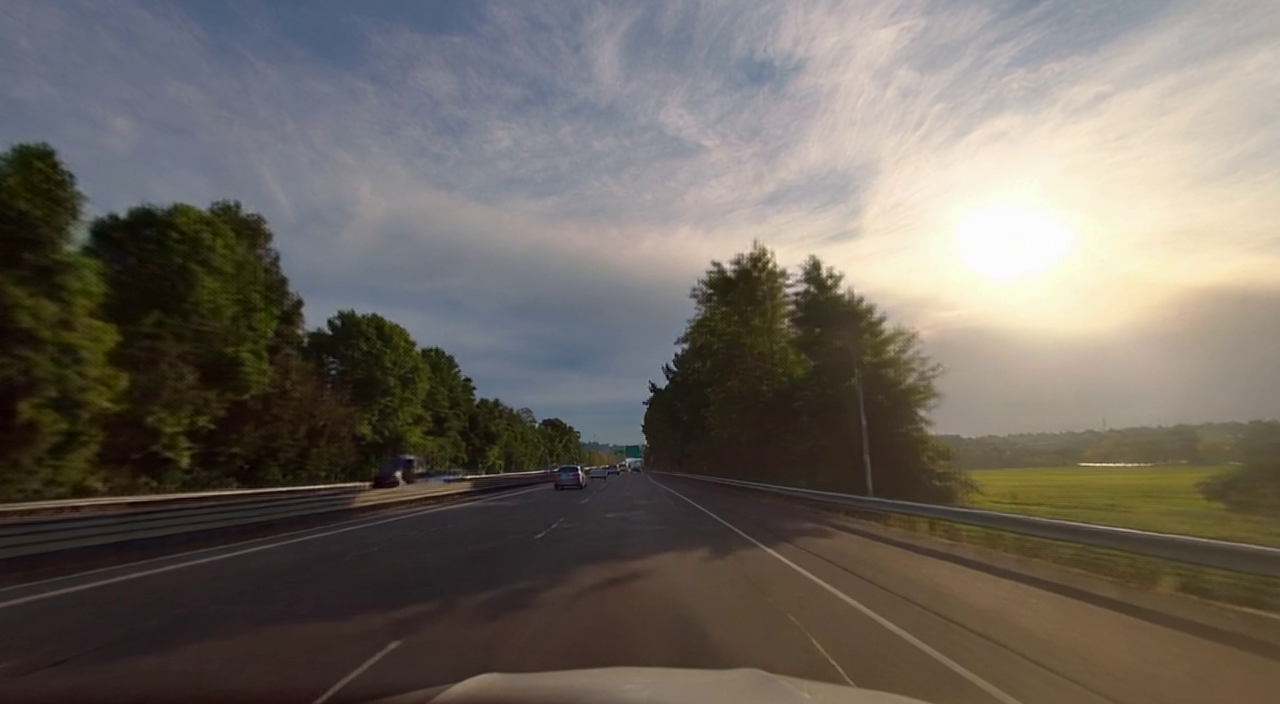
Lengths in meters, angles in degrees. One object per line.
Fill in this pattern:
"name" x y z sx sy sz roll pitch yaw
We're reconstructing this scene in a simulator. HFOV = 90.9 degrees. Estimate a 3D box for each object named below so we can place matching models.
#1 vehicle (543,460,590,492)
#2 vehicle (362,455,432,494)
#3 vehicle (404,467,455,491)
"vehicle" -3.959 6.780 34.663 2.068 1.592 4.479 1 -10 0
"vehicle" -17.800 9.015 46.641 2.252 2.648 7.327 1 -10 0
"vehicle" -13.532 8.185 40.790 1.812 1.474 4.242 1 -10 0
